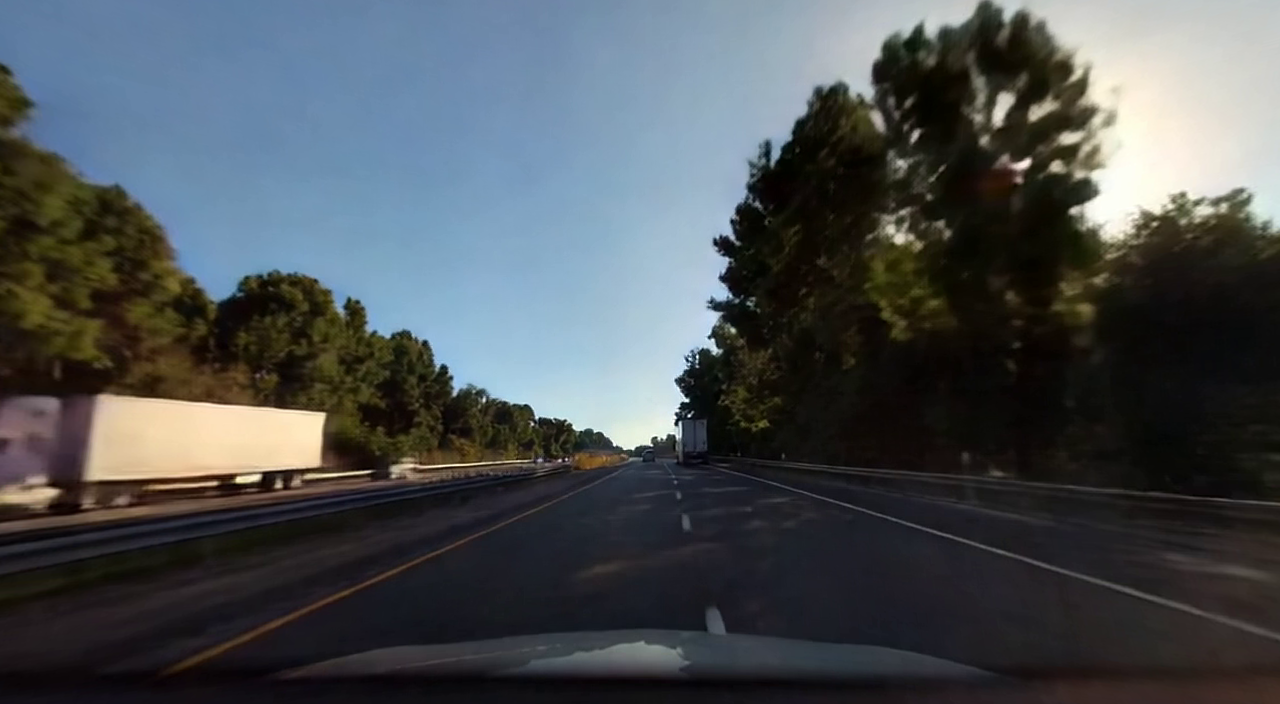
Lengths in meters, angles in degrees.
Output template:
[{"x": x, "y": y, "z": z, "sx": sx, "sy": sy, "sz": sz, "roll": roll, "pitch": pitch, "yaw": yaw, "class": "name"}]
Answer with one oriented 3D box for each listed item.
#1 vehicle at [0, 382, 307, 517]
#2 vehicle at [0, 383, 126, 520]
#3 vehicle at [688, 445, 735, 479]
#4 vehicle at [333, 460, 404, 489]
[{"x": -19.659, "y": 4.000, "z": 26.001, "sx": 3.532, "sy": 3.991, "sz": 14.550, "roll": 0, "pitch": -9, "yaw": 2, "class": "vehicle"}, {"x": -19.844, "y": 3.021, "z": 19.148, "sx": 3.014, "sy": 3.887, "sz": 5.930, "roll": 0, "pitch": -9, "yaw": 2, "class": "vehicle"}, {"x": 3.713, "y": 5.775, "z": 33.405, "sx": 2.096, "sy": 1.653, "sz": 4.185, "roll": 0, "pitch": -9, "yaw": 1, "class": "vehicle"}, {"x": -15.268, "y": 6.895, "z": 35.696, "sx": 1.858, "sy": 1.474, "sz": 4.390, "roll": 0, "pitch": -9, "yaw": 2, "class": "vehicle"}]
